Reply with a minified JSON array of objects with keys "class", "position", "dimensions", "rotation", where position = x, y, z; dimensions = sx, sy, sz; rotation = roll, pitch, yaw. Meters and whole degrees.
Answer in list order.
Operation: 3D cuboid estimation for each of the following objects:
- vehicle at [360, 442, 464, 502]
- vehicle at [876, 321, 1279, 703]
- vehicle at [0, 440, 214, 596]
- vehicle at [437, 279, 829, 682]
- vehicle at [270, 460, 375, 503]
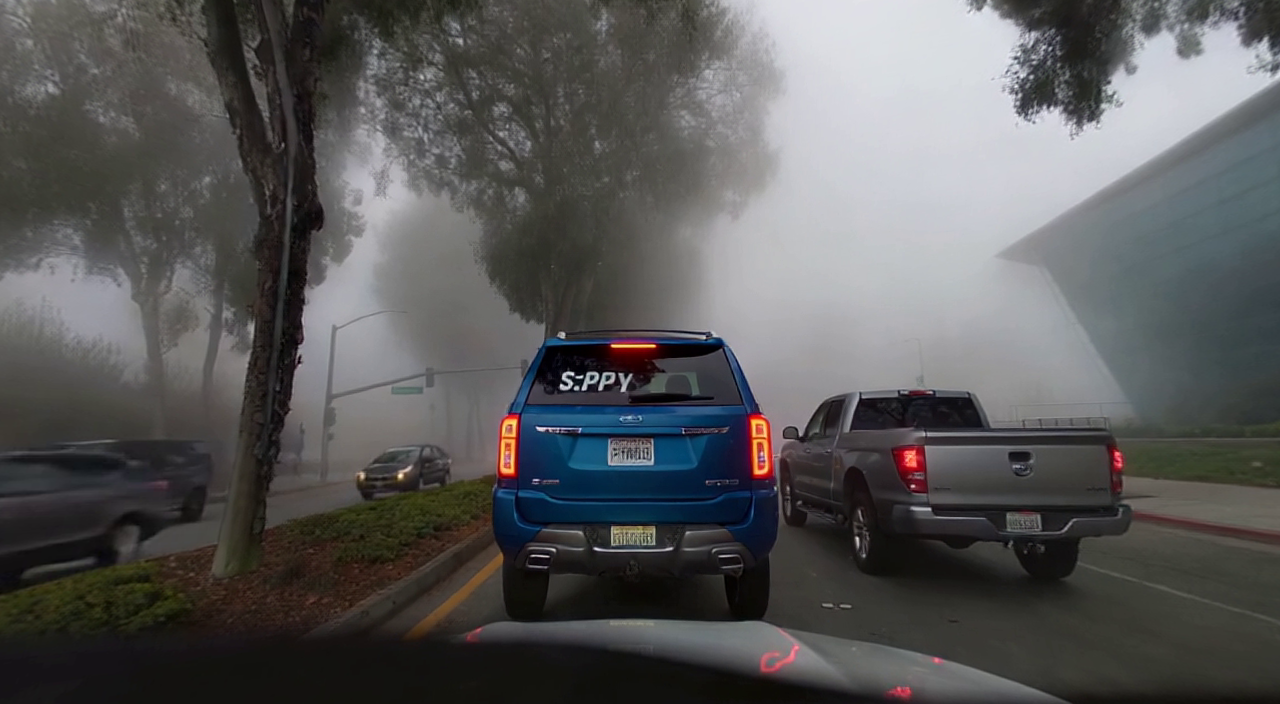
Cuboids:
[{"class":"vehicle","position":[-8.975,4.709,25.362],"dimensions":[2.126,2.027,5.018],"rotation":[-3,-9,2]},{"class":"vehicle","position":[3.078,0.989,3.465],"dimensions":[2.022,1.700,4.410],"rotation":[0,-8,3]},{"class":"vehicle","position":[-8.876,2.231,9.093],"dimensions":[2.128,1.868,4.863],"rotation":[0,-8,-2]},{"class":"vehicle","position":[0.013,1.039,5.975],"dimensions":[2.267,2.372,4.366],"rotation":[0,-8,2]},{"class":"vehicle","position":[-15.734,6.428,31.706],"dimensions":[2.214,1.815,5.613],"rotation":[0,-8,2]}]
